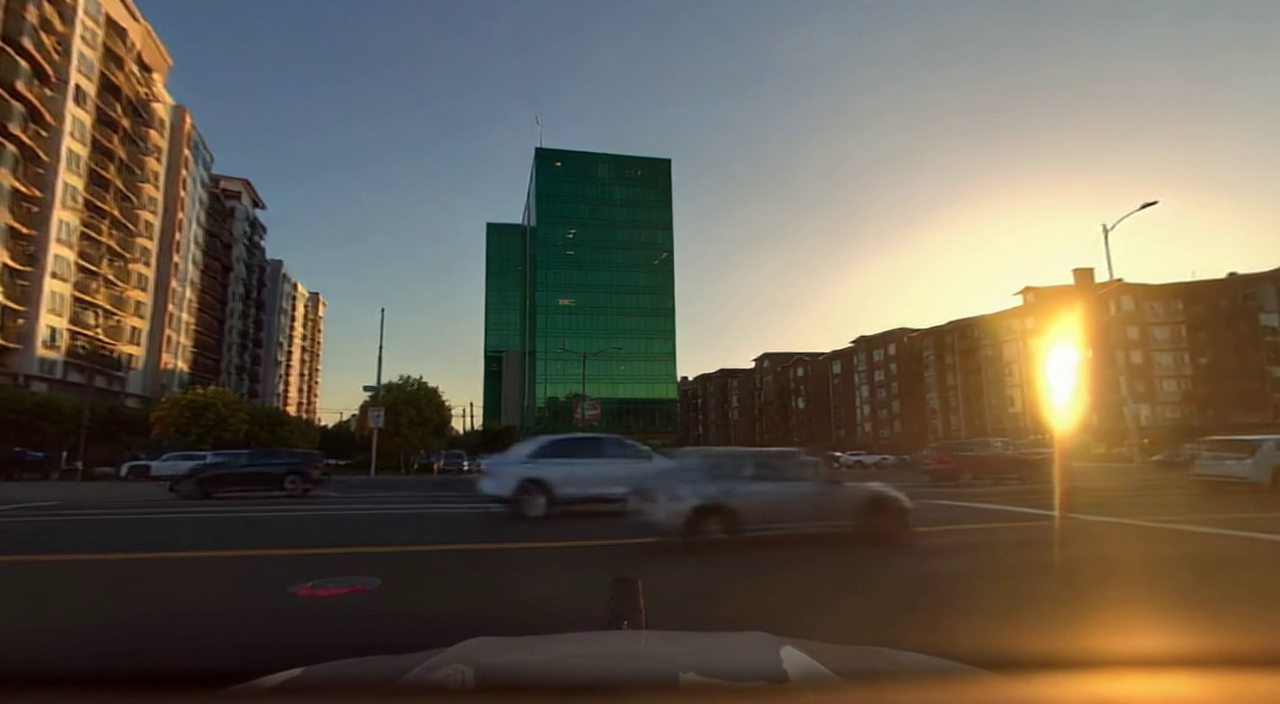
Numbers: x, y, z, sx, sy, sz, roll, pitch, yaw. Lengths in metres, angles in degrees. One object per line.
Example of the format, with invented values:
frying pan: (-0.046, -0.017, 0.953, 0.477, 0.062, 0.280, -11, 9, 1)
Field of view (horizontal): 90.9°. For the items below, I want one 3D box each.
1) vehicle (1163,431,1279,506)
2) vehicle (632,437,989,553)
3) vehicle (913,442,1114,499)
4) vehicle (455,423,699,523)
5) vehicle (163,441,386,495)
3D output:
vehicle: (15.817, 2.885, 15.870, 4.011, 1.697, 1.857, 2, -9, -13)
vehicle: (2.381, 2.023, 9.457, 4.710, 1.444, 2.041, 2, -9, -11)
vehicle: (10.530, 3.301, 17.891, 4.795, 1.465, 1.882, 2, -9, -12)
vehicle: (-1.233, 2.271, 12.173, 4.284, 1.692, 2.031, 2, -9, -11)
vehicle: (-10.666, 3.423, 18.818, 5.371, 1.488, 1.763, 2, -9, -10)
